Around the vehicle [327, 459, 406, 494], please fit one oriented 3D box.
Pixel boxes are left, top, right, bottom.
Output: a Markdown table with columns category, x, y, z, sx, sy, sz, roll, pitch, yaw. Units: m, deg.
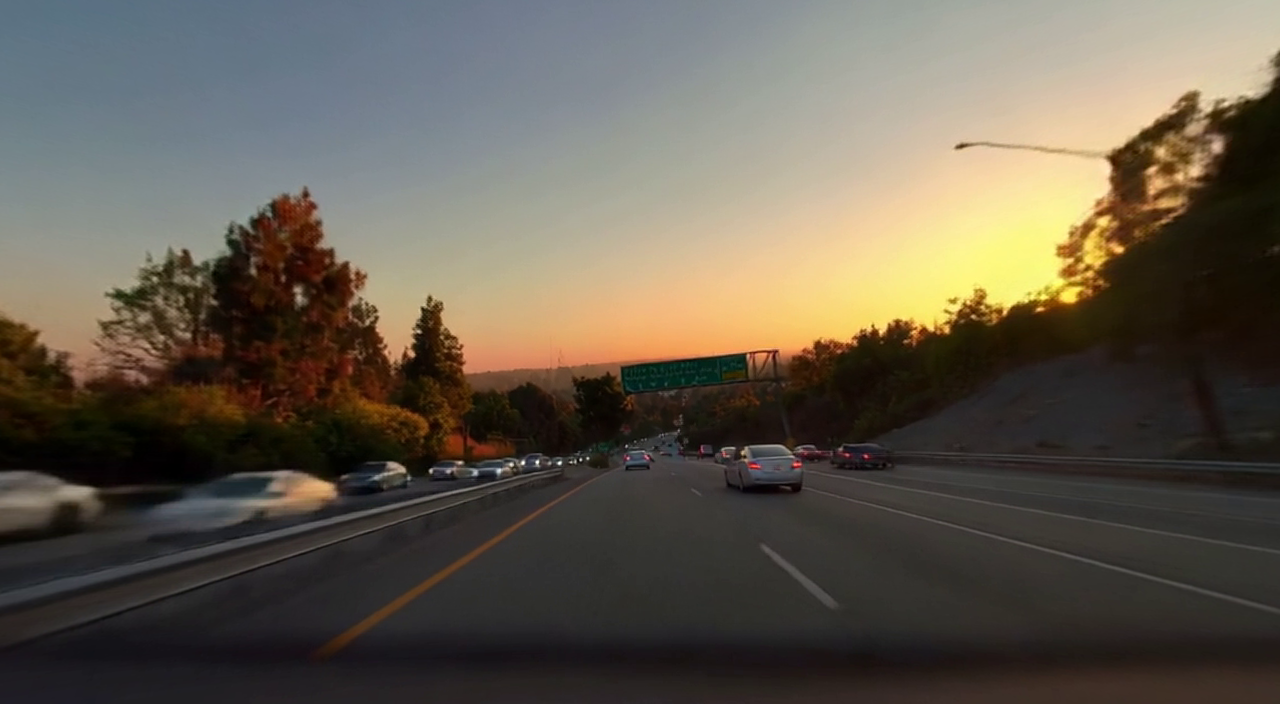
| category | x | y | z | sx | sy | sz | roll | pitch | yaw |
| --- | --- | --- | --- | --- | --- | --- | --- | --- | --- |
| vehicle | -13.677 | 6.230 | 31.899 | 1.939 | 1.504 | 4.481 | 0 | -8 | 0 |

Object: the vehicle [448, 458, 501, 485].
| category | x | y | z | sx | sy | sz | roll | pitch | yaw |
| --- | --- | --- | --- | --- | --- | --- | --- | --- | --- |
| vehicle | -9.921 | 7.150 | 38.187 | 1.940 | 1.435 | 4.312 | 0 | -8 | 1 |

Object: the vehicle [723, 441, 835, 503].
| category | x | y | z | sx | sy | sz | roll | pitch | yaw |
| --- | --- | --- | --- | --- | --- | --- | --- | --- | --- |
| vehicle | 3.655 | 3.227 | 17.477 | 1.972 | 1.488 | 4.335 | 0 | -8 | -2 |

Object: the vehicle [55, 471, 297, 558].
| category | x | y | z | sx | sy | sz | roll | pitch | yaw |
| --- | --- | --- | --- | --- | --- | --- | --- | --- | --- |
| vehicle | -9.974 | 3.481 | 14.155 | 2.069 | 1.447 | 4.361 | 0 | -8 | 0 |

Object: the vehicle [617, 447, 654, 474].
| category | x | y | z | sx | sy | sz | roll | pitch | yaw |
| --- | --- | --- | --- | --- | --- | --- | --- | --- | --- |
| vehicle | -0.284 | 6.463 | 37.896 | 2.090 | 1.510 | 4.280 | 0 | -8 | 0 |
